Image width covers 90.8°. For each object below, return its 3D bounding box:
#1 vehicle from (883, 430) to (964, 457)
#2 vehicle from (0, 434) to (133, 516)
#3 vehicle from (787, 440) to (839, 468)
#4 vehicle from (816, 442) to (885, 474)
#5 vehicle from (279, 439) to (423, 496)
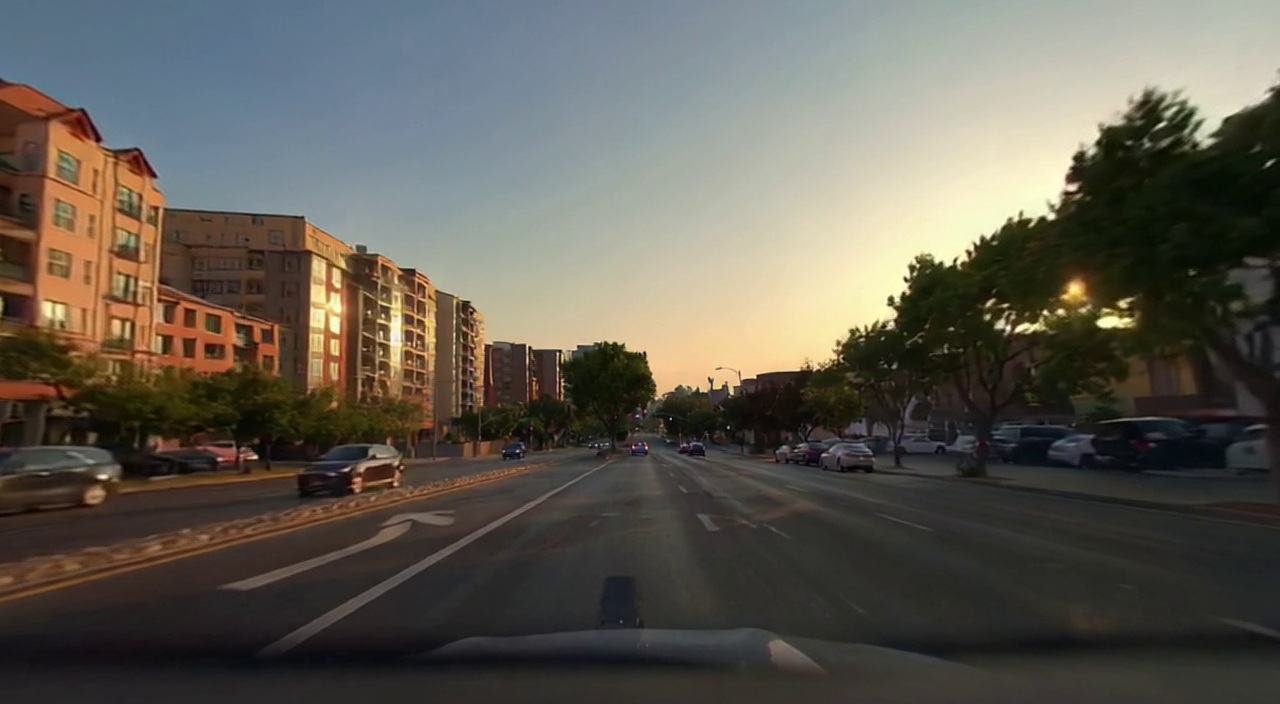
[{"bbox_3d":[21.136,6.864,47.318,5.047,1.904,2.012,0,-9,2],"label":"vehicle"},{"bbox_3d":[-15.328,2.927,15.211,2.053,1.806,4.919,0,-9,0],"label":"vehicle"},{"bbox_3d":[10.614,6.292,39.045,1.905,1.597,4.040,0,-9,-2],"label":"vehicle"},{"bbox_3d":[10.378,5.274,31.542,1.861,1.446,4.413,0,-9,-1],"label":"vehicle"},{"bbox_3d":[-8.482,3.437,19.114,2.025,1.479,4.739,0,-9,1],"label":"vehicle"}]
